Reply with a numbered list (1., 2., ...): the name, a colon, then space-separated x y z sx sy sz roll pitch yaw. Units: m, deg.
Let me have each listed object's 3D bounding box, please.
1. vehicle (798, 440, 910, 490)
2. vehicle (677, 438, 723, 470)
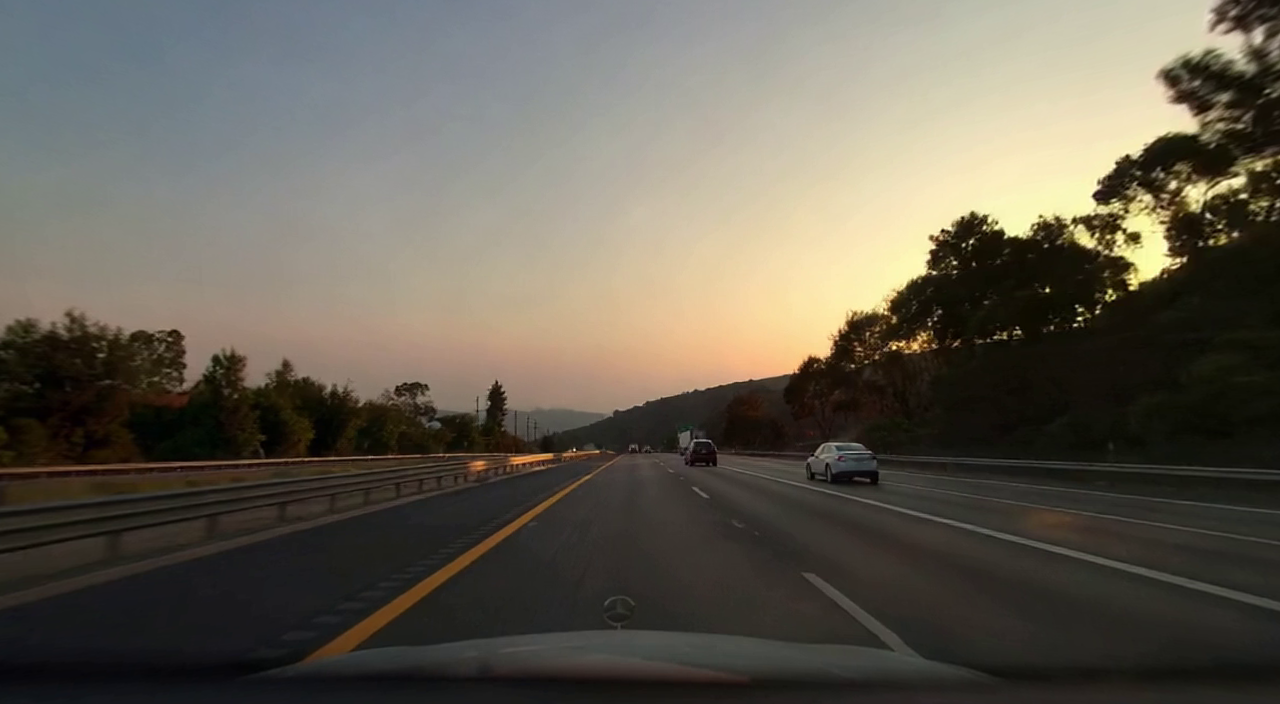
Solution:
1. vehicle: 7.208 3.846 21.893 2.046 1.509 4.929 0 -8 -1
2. vehicle: 3.532 6.137 38.281 2.141 1.785 4.778 0 -8 -2
